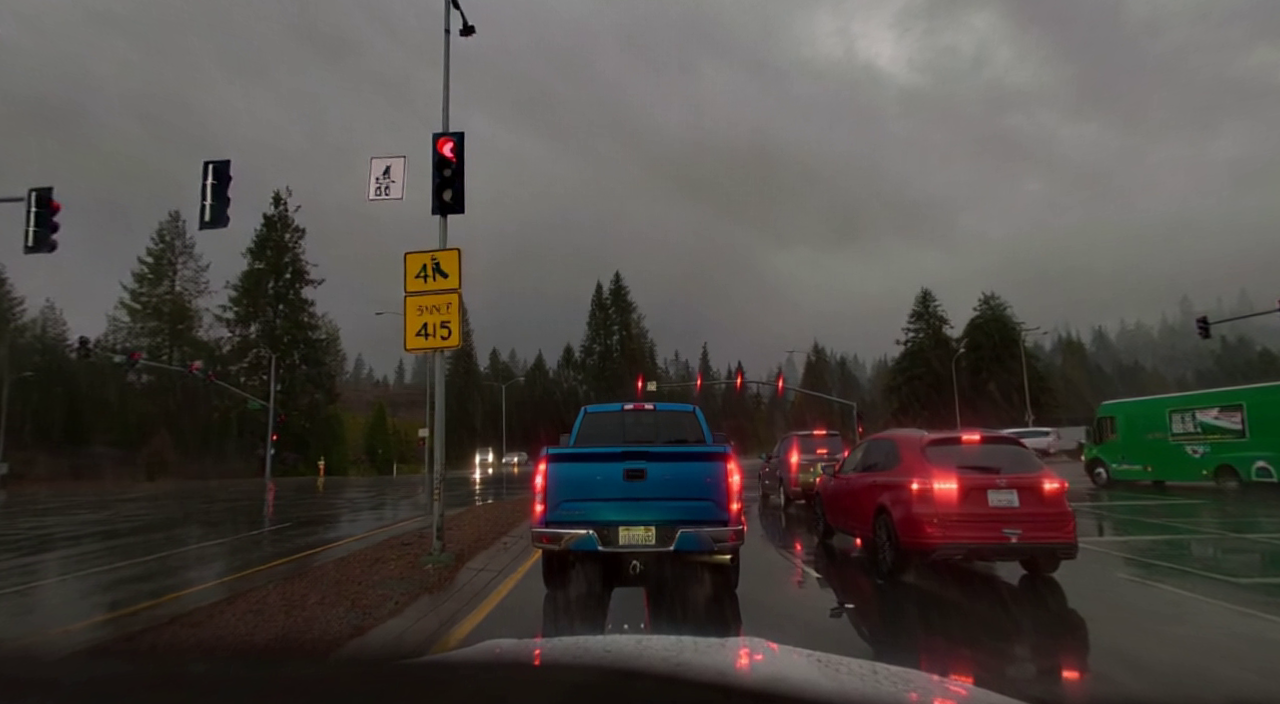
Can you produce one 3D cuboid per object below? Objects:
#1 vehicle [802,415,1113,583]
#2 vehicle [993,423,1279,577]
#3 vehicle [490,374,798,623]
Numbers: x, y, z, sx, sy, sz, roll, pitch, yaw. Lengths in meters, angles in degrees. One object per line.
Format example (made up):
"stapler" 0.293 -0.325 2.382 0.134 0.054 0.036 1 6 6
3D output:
"vehicle" 3.598 1.720 8.174 1.981 1.616 4.006 0 -8 1
"vehicle" 6.858 1.744 8.257 1.973 1.470 4.228 0 -8 0
"vehicle" 0.069 1.474 7.356 2.326 1.880 4.964 0 -8 1
